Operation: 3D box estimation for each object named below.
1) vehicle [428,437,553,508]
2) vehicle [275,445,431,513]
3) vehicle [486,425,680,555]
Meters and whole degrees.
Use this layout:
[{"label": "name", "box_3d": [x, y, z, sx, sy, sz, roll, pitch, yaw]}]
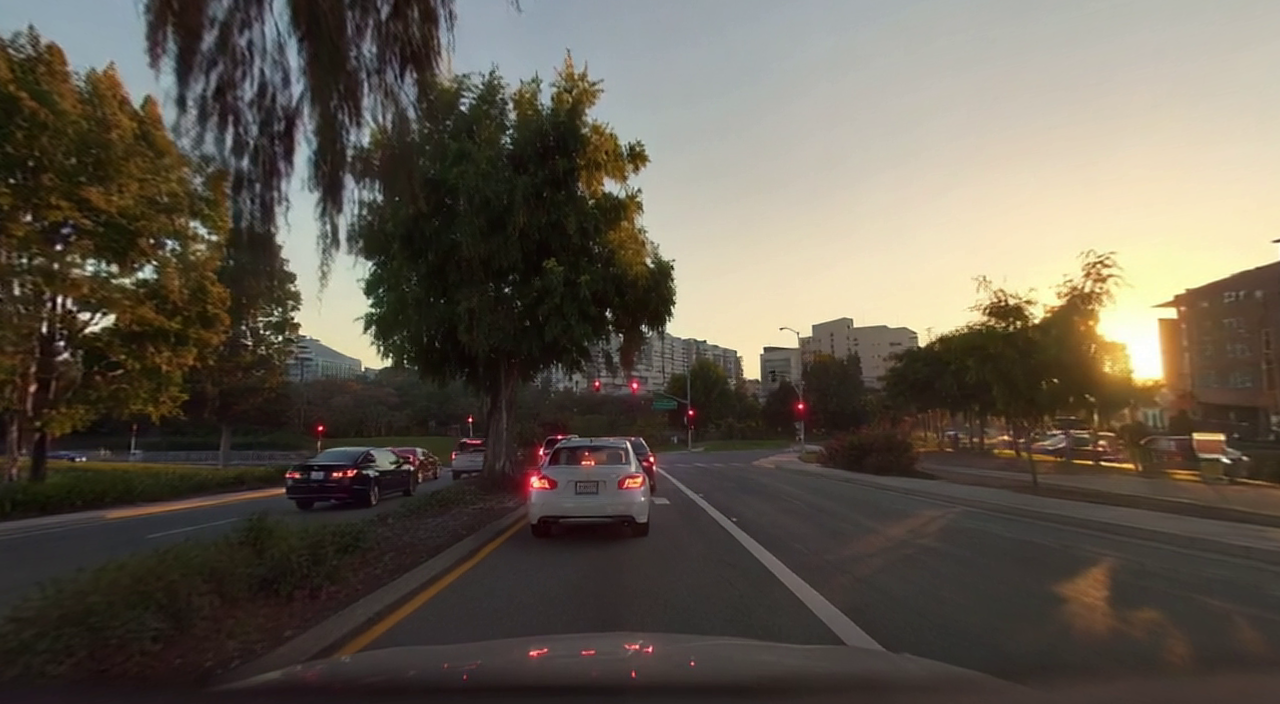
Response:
[{"label": "vehicle", "box_3d": [-3.474, 2.882, 15.653, 1.920, 1.480, 4.549, 0, -8, 1]}, {"label": "vehicle", "box_3d": [-7.025, 3.111, 16.084, 1.852, 1.458, 4.422, 0, -8, 0]}, {"label": "vehicle", "box_3d": [-0.672, 1.924, 9.584, 2.231, 1.481, 4.489, 0, -8, -1]}]
